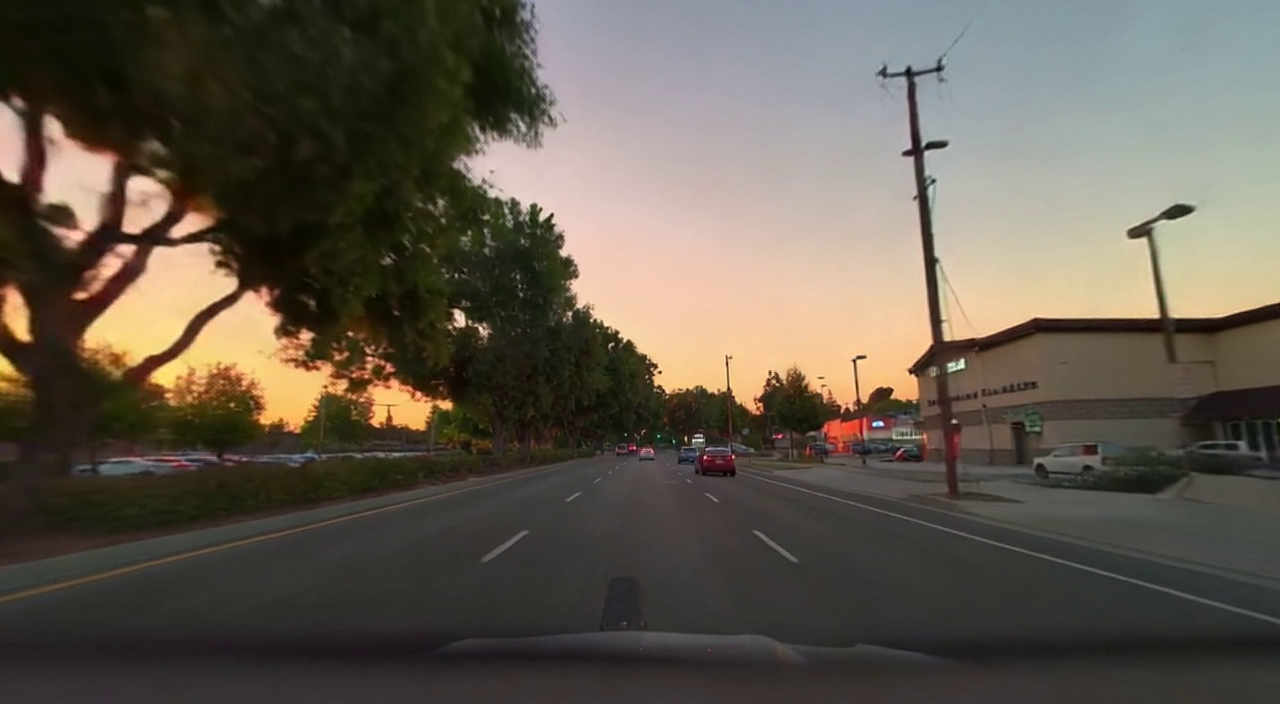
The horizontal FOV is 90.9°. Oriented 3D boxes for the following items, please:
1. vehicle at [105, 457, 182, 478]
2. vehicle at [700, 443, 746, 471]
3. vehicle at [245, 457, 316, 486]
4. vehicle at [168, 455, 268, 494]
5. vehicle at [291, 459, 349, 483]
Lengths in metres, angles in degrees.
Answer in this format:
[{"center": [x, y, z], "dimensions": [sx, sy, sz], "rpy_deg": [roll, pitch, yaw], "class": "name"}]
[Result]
[{"center": [-39.198, 9.120, 49.835], "dimensions": [4.370, 1.497, 2.031], "rpy_deg": [0, -8, 0], "class": "vehicle"}, {"center": [4.533, 5.815, 35.094], "dimensions": [1.916, 1.459, 4.335], "rpy_deg": [0, -9, -1], "class": "vehicle"}, {"center": [-22.531, 7.495, 39.758], "dimensions": [1.674, 1.483, 4.741], "rpy_deg": [-3, -8, 1], "class": "vehicle"}, {"center": [-22.339, 6.455, 33.638], "dimensions": [1.939, 1.780, 5.057], "rpy_deg": [0, -8, -2], "class": "vehicle"}, {"center": [-22.486, 8.343, 44.477], "dimensions": [1.841, 1.510, 4.389], "rpy_deg": [-1, -9, 0], "class": "vehicle"}]
